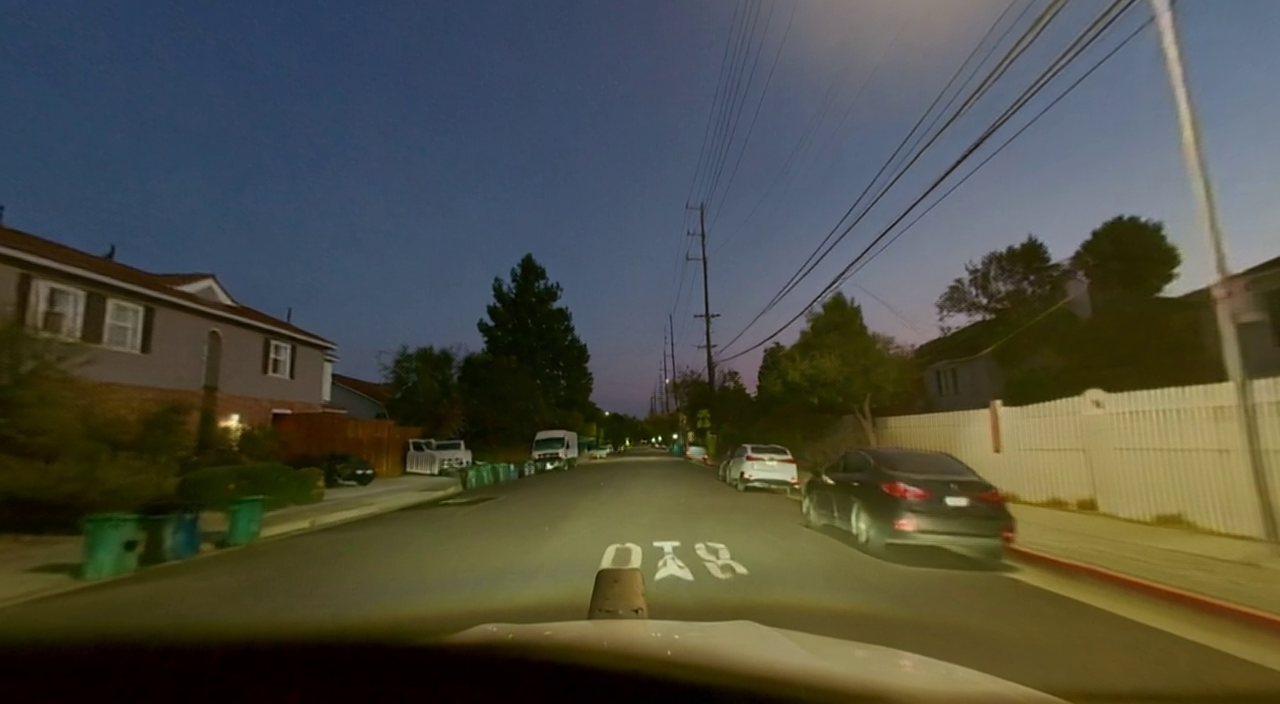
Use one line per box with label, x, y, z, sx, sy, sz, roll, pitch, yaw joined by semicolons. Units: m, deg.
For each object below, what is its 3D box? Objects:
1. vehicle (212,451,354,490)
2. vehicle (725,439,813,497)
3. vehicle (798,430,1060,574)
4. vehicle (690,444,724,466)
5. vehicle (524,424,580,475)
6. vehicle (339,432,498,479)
vehicle;-14.500;4.809;25.866;4.565;1.489;1.950;0;-9;-1
vehicle;3.843;3.528;19.683;1.970;1.530;4.899;0;-9;3
vehicle;3.592;1.903;8.825;1.903;1.500;4.057;0;-9;3
vehicle;4.873;7.593;46.630;2.016;1.544;4.645;0;-9;0
vehicle;-5.467;6.192;40.192;2.313;2.875;6.057;-3;-9;3
vehicle;-10.300;4.876;29.838;6.540;2.079;2.565;0;-9;2
